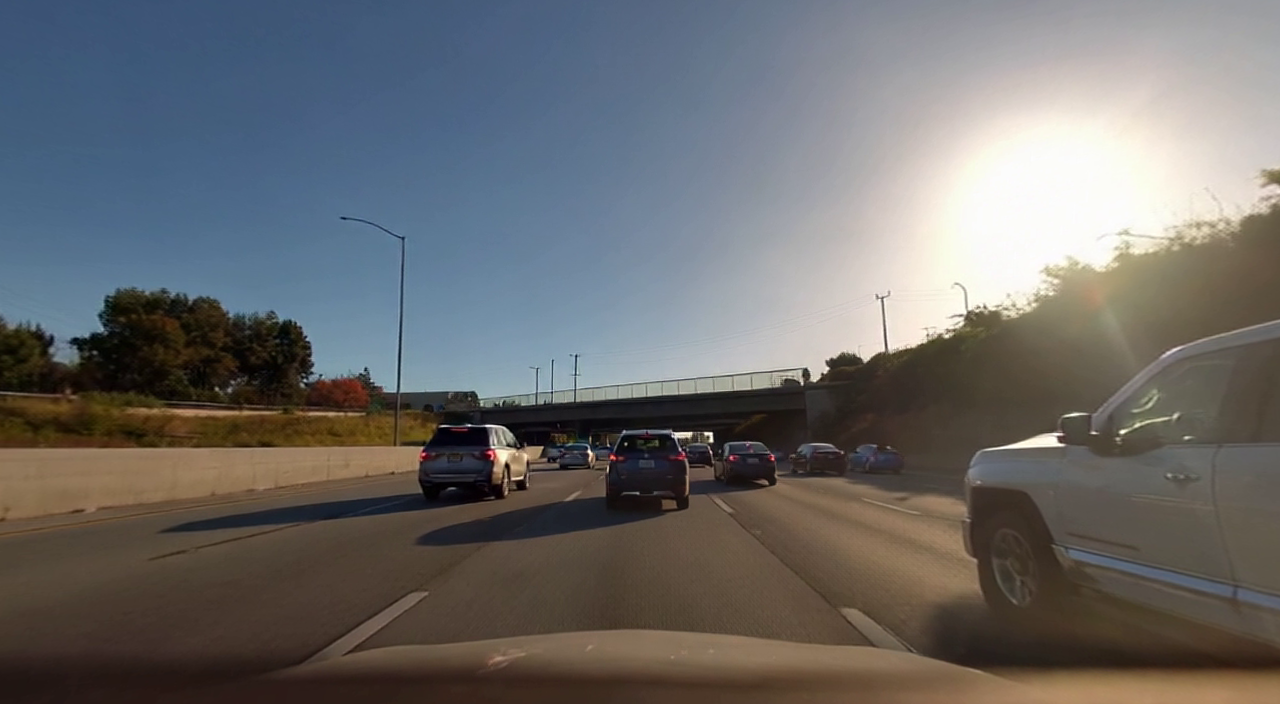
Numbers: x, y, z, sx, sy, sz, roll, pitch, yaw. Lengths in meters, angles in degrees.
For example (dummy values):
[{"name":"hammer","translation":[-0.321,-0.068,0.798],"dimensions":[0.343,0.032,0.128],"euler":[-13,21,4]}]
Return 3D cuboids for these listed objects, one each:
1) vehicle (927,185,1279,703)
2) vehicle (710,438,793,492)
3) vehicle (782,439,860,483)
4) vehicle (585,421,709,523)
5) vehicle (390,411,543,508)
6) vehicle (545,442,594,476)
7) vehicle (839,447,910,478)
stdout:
[{"name":"vehicle","translation":[3.521,0.544,2.476],"dimensions":[2.300,2.242,5.327],"euler":[0,-9,1]},{"name":"vehicle","translation":[3.697,3.854,21.837],"dimensions":[2.022,1.633,4.651],"euler":[1,-9,0]},{"name":"vehicle","translation":[7.883,4.778,27.945],"dimensions":[2.054,1.769,4.693],"euler":[0,-9,0]},{"name":"vehicle","translation":[0.159,2.427,13.175],"dimensions":[2.181,1.756,4.167],"euler":[0,-9,1]},{"name":"vehicle","translation":[-4.271,2.810,16.855],"dimensions":[2.212,2.101,6.052],"euler":[0,-9,2]},{"name":"vehicle","translation":[-3.703,5.701,33.890],"dimensions":[1.982,1.655,4.604],"euler":[0,-9,2]},{"name":"vehicle","translation":[12.151,5.737,32.970],"dimensions":[1.945,1.498,4.385],"euler":[1,-9,-1]}]
